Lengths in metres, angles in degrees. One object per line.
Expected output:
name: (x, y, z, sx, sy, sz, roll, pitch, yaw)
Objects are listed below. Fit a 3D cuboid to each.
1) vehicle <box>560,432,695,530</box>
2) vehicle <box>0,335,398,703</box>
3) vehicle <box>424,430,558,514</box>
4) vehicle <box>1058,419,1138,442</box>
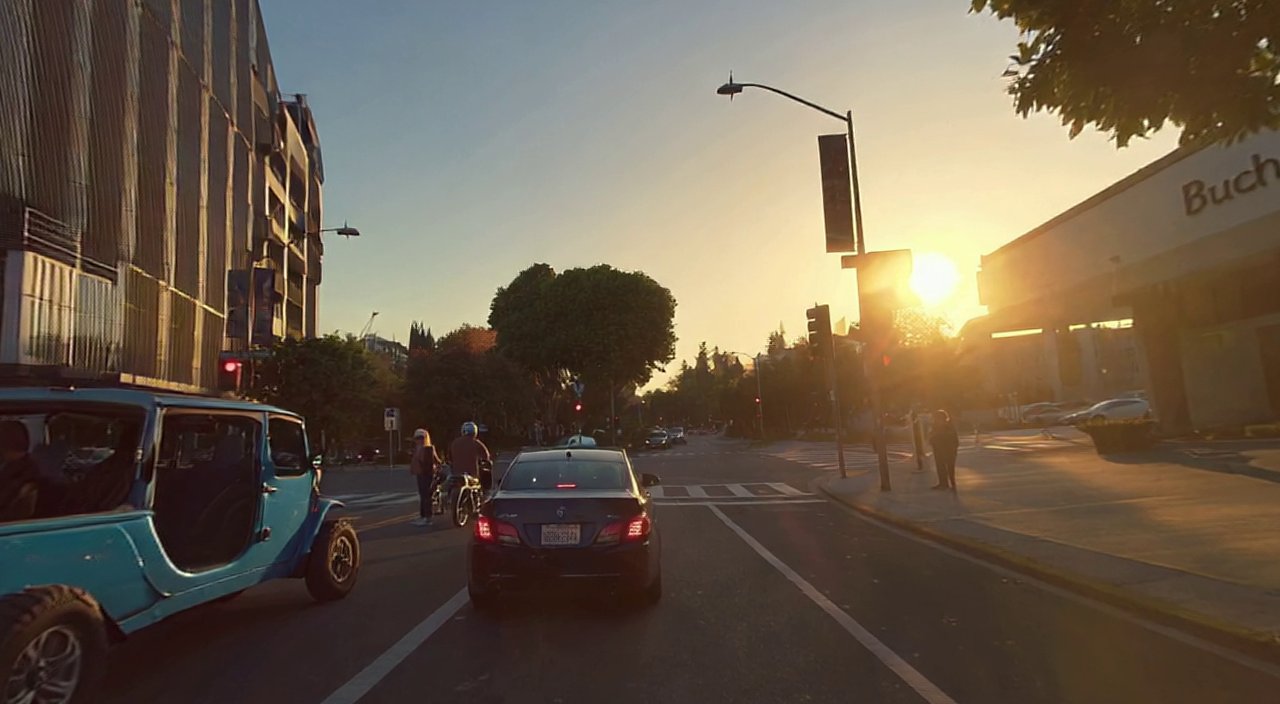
vehicle: (-0.149, 2.258, 11.559, 2.025, 1.458, 4.085, 0, -8, 1)
vehicle: (-3.614, 1.128, 4.455, 2.000, 1.809, 4.405, 0, -8, 0)
vehicle: (-3.179, 2.655, 14.372, 1.935, 1.615, 4.073, -1, -8, 2)
vehicle: (30.694, 5.278, 42.129, 1.751, 1.420, 4.027, 8, -12, -43)
